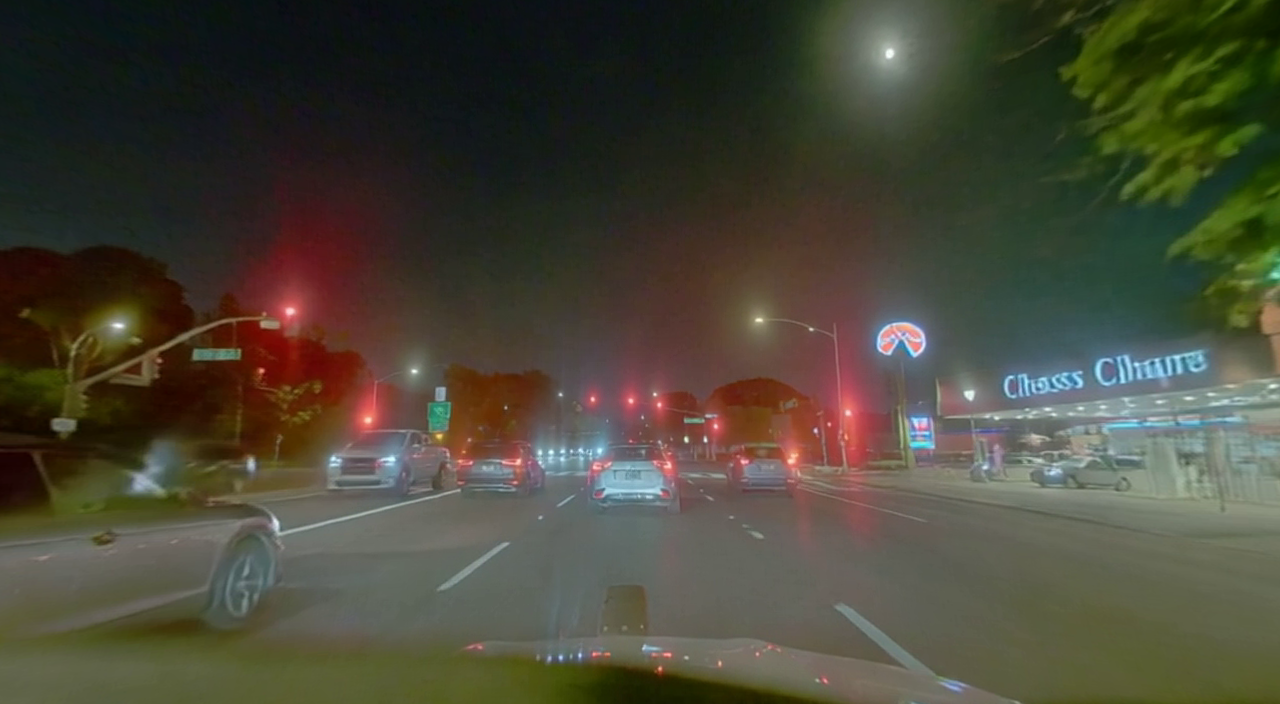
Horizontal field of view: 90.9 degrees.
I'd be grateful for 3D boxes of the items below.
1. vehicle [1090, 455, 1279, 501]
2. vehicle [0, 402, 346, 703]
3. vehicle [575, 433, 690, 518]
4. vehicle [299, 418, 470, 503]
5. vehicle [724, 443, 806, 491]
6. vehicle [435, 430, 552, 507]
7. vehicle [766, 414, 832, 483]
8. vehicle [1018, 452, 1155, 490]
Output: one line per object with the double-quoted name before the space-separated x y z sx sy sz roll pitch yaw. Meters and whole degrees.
"vehicle" 18.845 4.340 21.900 4.795 1.457 1.986 -1 -9 4
"vehicle" -3.697 1.066 3.318 1.992 1.493 4.688 0 -9 1
"vehicle" -0.126 2.602 13.740 2.121 1.563 4.031 0 -9 0
"vehicle" -6.882 3.029 17.942 2.321 2.013 5.640 0 -9 2
"vehicle" 4.268 3.985 22.217 1.979 1.485 4.207 0 -9 -1
"vehicle" -3.560 2.918 16.160 1.983 1.685 3.997 0 -9 1
"vehicle" 8.025 4.922 32.179 2.613 3.281 2.673 1 -8 -1
"vehicle" 19.403 5.180 27.576 4.379 1.558 2.033 0 -9 1
